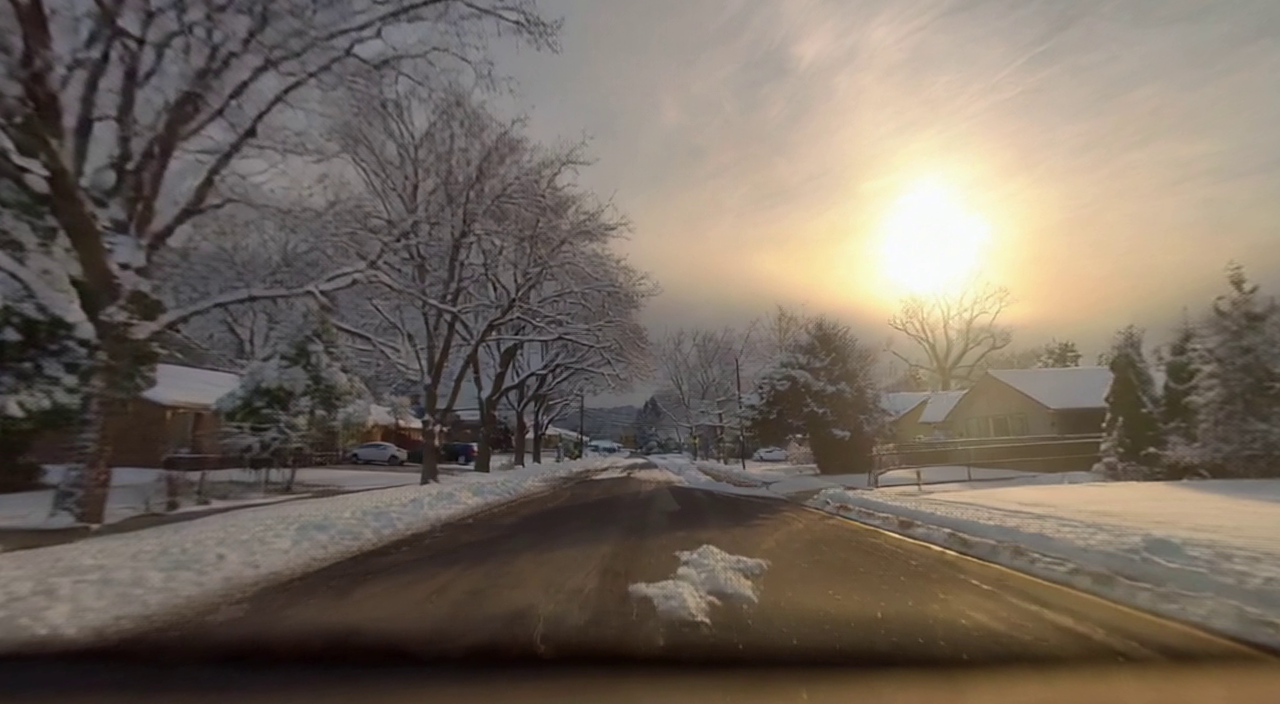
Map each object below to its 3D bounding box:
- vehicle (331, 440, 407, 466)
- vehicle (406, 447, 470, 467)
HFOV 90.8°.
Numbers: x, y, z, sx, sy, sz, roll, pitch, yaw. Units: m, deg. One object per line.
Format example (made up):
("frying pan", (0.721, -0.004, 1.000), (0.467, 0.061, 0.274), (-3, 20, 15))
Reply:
("vehicle", (-19.308, 7.248, 45.161), (4.359, 1.789, 2.123), (0, -10, 0))
("vehicle", (-15.843, 8.251, 49.680), (4.307, 1.508, 2.072), (0, -10, 1))
